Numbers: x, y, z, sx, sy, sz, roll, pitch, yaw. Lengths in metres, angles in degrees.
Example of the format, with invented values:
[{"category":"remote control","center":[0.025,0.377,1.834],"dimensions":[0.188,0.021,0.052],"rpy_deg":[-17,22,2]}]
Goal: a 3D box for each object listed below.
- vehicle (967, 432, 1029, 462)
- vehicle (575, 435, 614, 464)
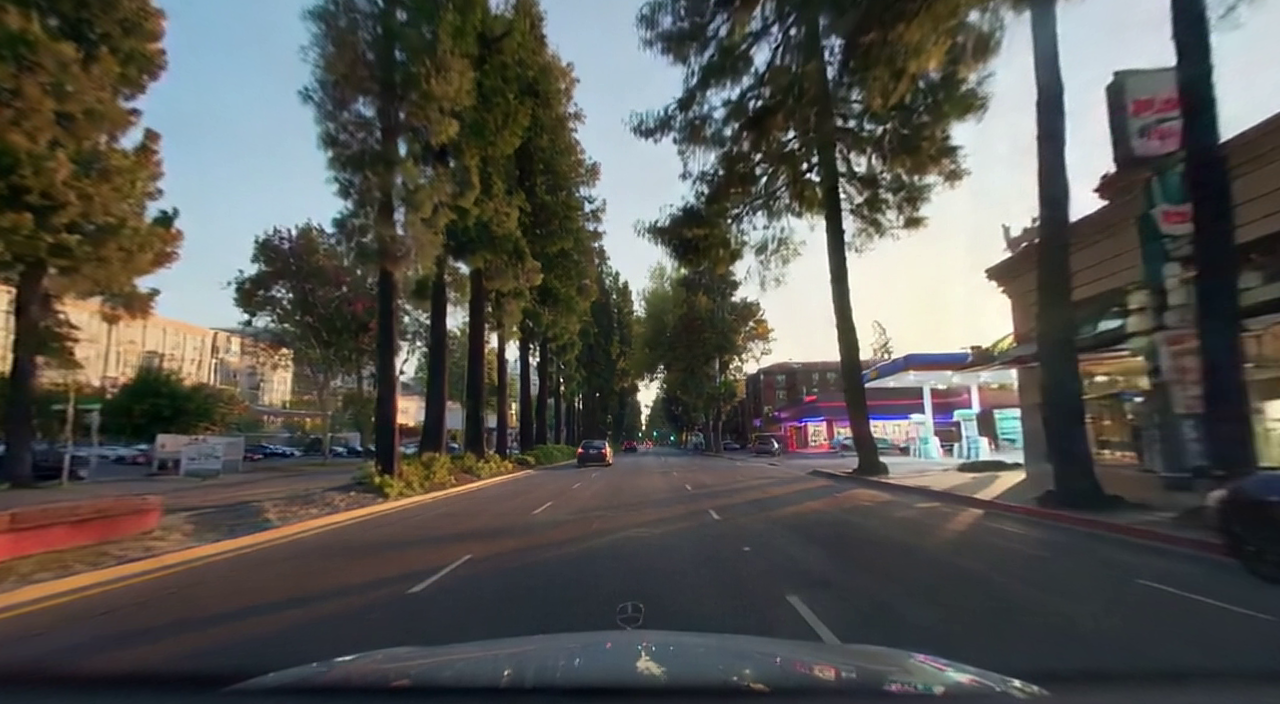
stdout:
[{"category":"vehicle","center":[20.860,5.538,36.676],"dimensions":[4.394,1.624,1.803],"rpy_deg":[8,-12,-43]},{"category":"vehicle","center":[-2.972,6.543,42.391],"dimensions":[2.196,1.801,4.542],"rpy_deg":[0,-8,1]}]
